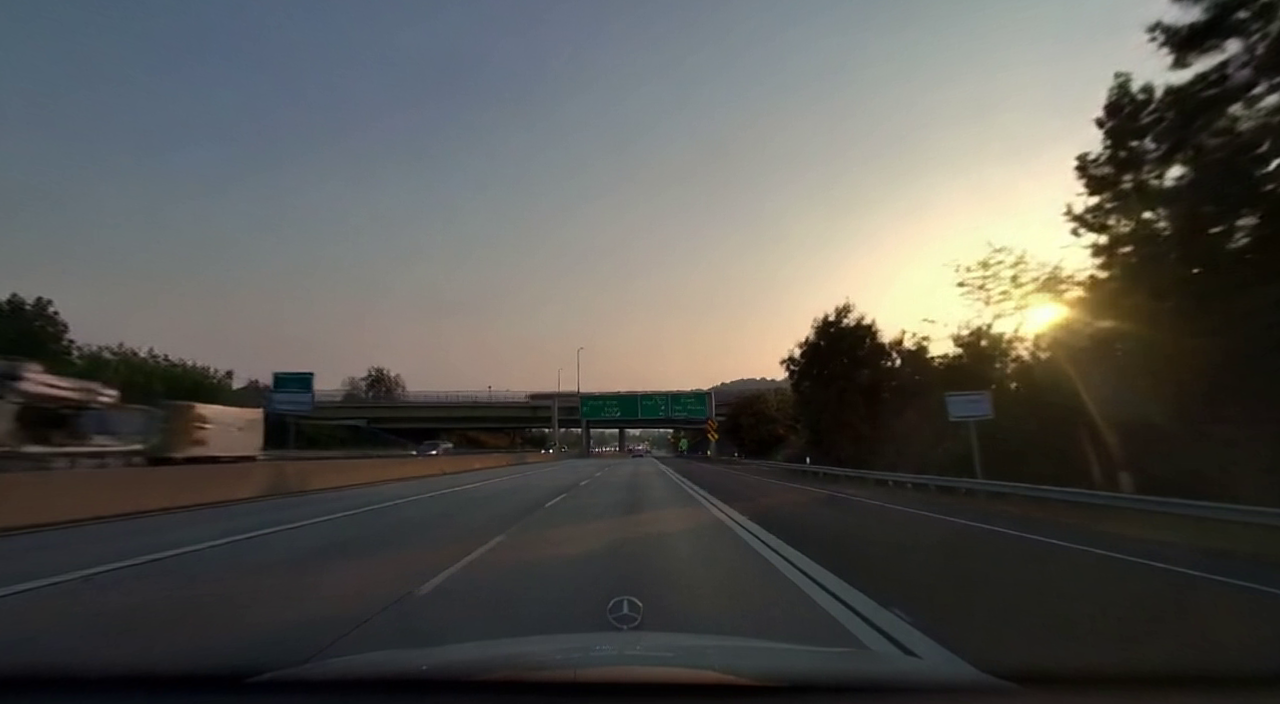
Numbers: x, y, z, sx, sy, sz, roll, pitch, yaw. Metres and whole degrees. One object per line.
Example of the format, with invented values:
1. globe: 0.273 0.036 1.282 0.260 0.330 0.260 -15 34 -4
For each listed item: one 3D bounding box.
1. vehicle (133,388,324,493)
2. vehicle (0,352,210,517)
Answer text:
1. vehicle: -17.274 3.872 27.398 2.824 3.867 7.952 0 -9 0
2. vehicle: -17.185 2.384 17.756 3.044 3.972 10.003 0 -9 -1
